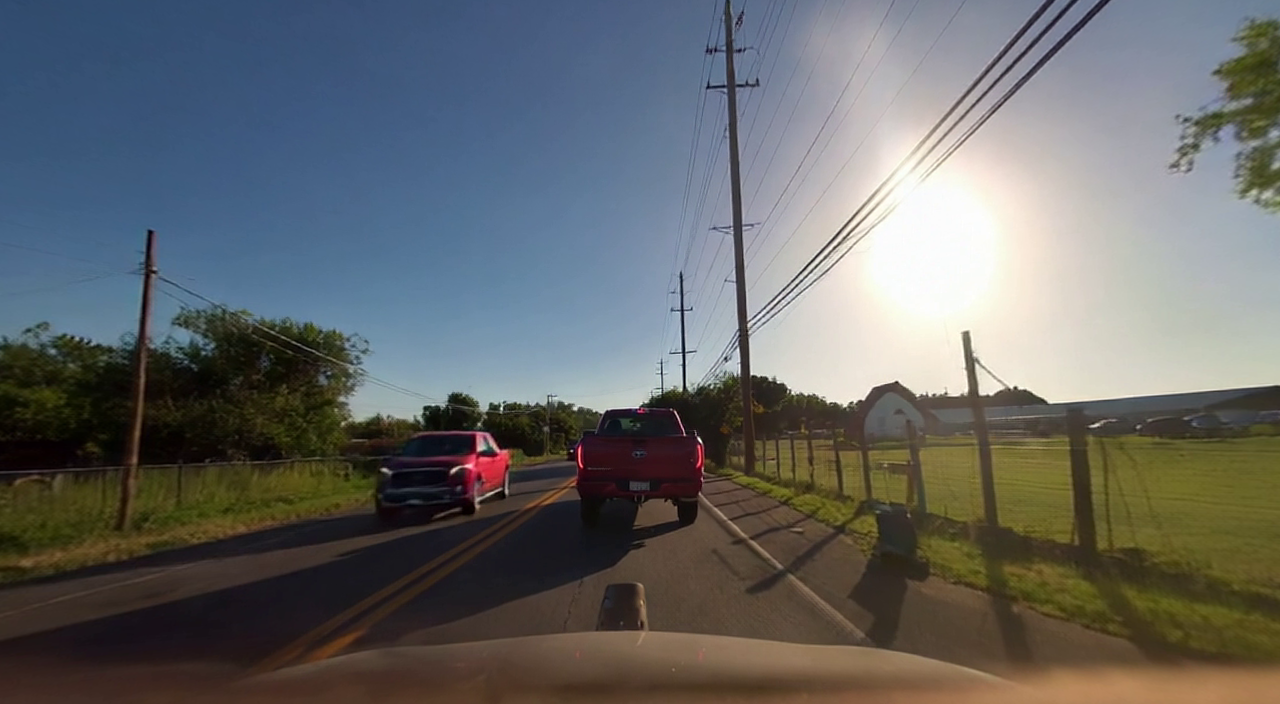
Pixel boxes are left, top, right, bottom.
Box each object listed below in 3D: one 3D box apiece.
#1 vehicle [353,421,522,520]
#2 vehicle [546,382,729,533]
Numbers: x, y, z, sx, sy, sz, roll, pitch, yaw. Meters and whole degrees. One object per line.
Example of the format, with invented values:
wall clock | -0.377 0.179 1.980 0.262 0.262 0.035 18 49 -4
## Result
vehicle | -4.171 2.529 14.023 2.193 1.805 4.657 0 -9 0
vehicle | -0.085 1.994 12.371 2.693 2.223 5.885 0 -9 -1
